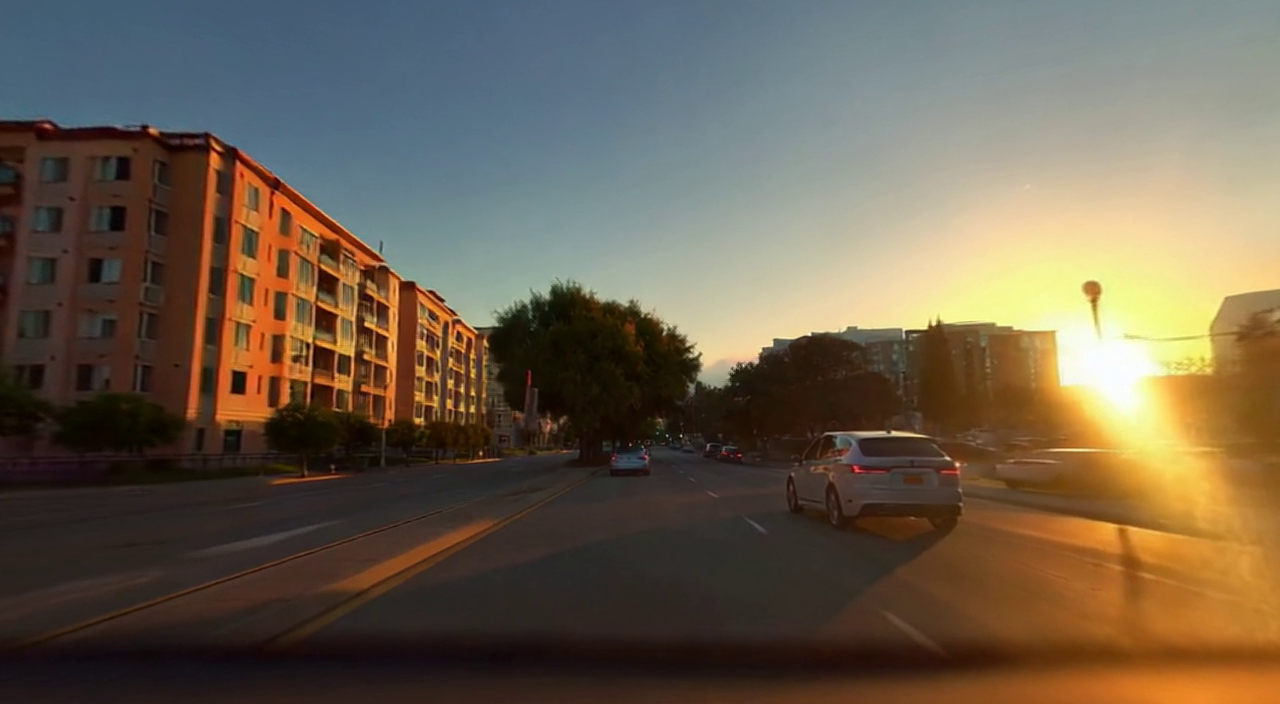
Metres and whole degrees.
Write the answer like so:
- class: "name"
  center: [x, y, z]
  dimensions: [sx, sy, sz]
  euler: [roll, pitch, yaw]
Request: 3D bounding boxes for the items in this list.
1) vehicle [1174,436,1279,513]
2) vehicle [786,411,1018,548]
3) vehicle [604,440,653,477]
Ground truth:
- class: "vehicle"
  center: [14.498, 2.521, 13.340]
  dimensions: [4.607, 1.466, 2.053]
  euler: [0, -9, -3]
- class: "vehicle"
  center: [3.810, 1.926, 10.112]
  dimensions: [1.949, 1.723, 4.020]
  euler: [0, -8, 0]
- class: "vehicle"
  center: [-0.432, 4.568, 27.359]
  dimensions: [2.006, 1.487, 3.535]
  euler: [0, -8, 1]
